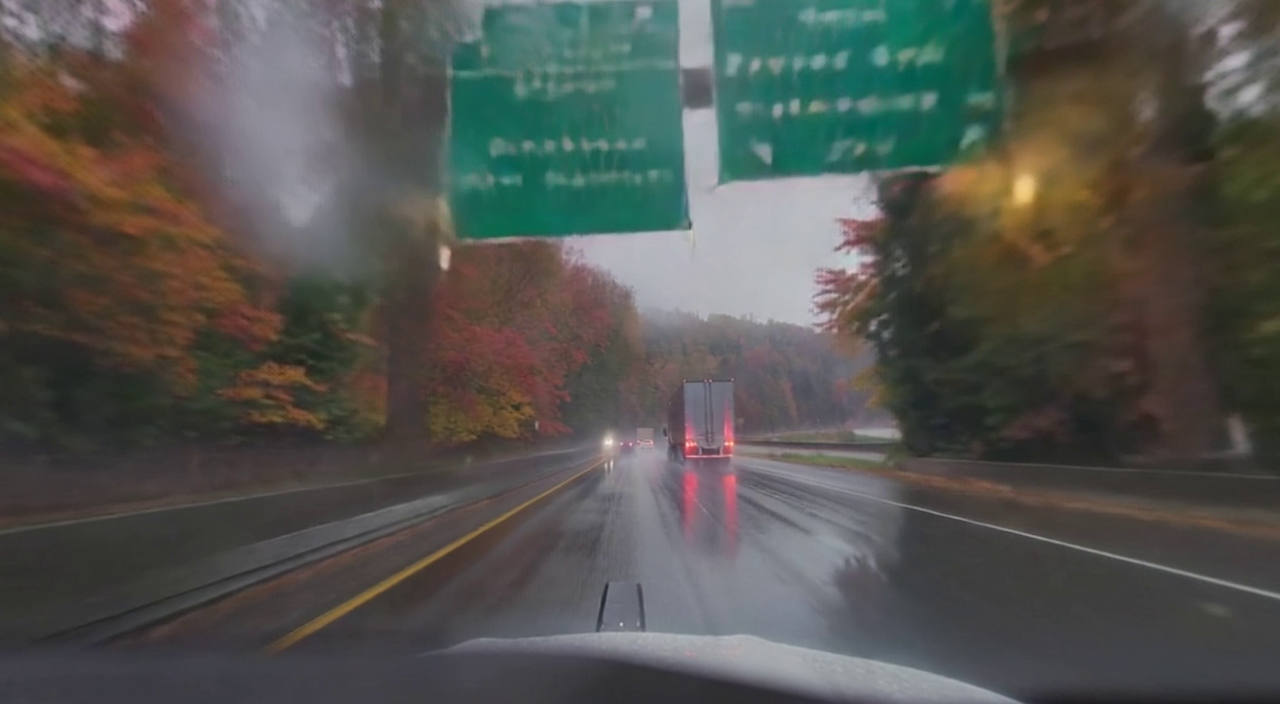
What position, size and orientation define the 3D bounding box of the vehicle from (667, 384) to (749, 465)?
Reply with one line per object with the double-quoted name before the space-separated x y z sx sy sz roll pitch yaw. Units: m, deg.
"vehicle" 3.751 4.753 39.407 3.357 4.101 14.659 0 -8 -1
